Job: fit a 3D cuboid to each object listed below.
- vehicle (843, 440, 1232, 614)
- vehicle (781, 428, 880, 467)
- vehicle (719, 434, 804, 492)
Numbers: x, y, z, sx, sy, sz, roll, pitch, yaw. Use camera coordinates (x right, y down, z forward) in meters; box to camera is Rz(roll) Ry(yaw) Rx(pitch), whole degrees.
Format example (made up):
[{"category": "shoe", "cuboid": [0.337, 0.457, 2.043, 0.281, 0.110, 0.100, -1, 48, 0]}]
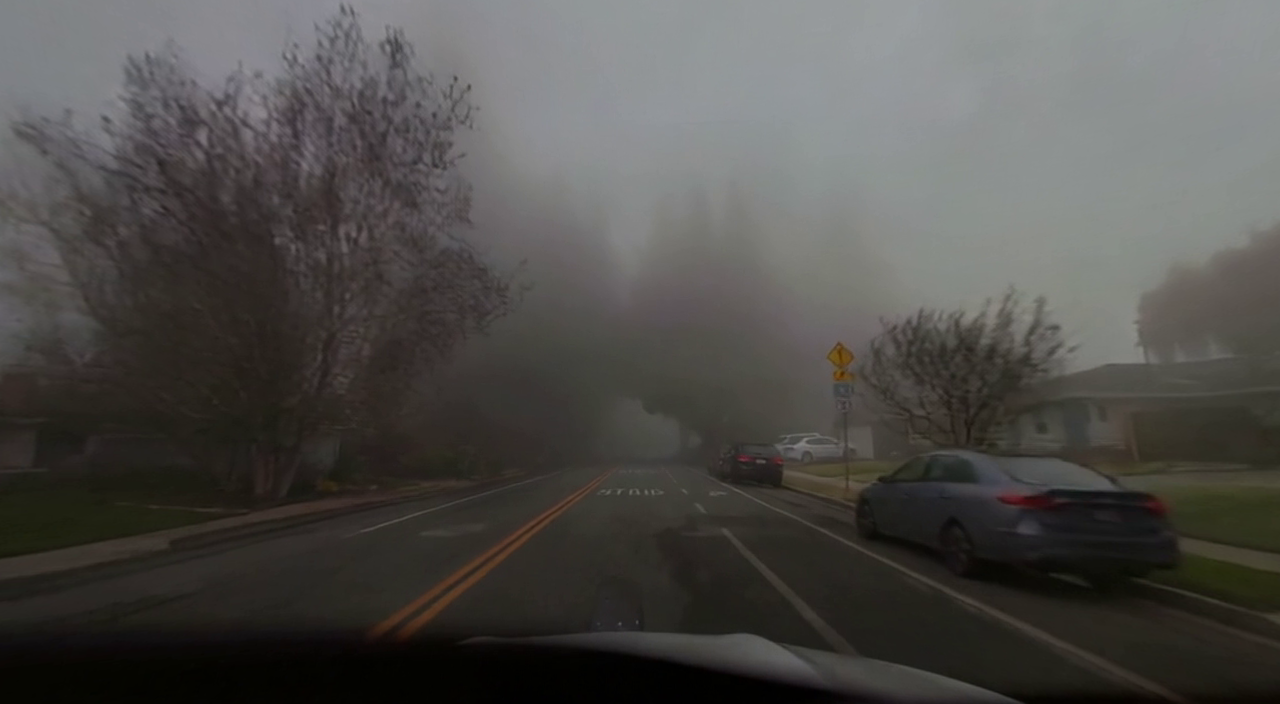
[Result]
[{"category": "vehicle", "cuboid": [4.073, 1.811, 7.522, 1.940, 1.470, 4.101, 0, -9, 0]}, {"category": "vehicle", "cuboid": [11.237, 5.694, 37.530, 5.001, 1.812, 2.177, -5, -9, -2]}, {"category": "vehicle", "cuboid": [4.143, 3.885, 22.476, 2.032, 1.792, 4.849, 0, -9, 0]}]
